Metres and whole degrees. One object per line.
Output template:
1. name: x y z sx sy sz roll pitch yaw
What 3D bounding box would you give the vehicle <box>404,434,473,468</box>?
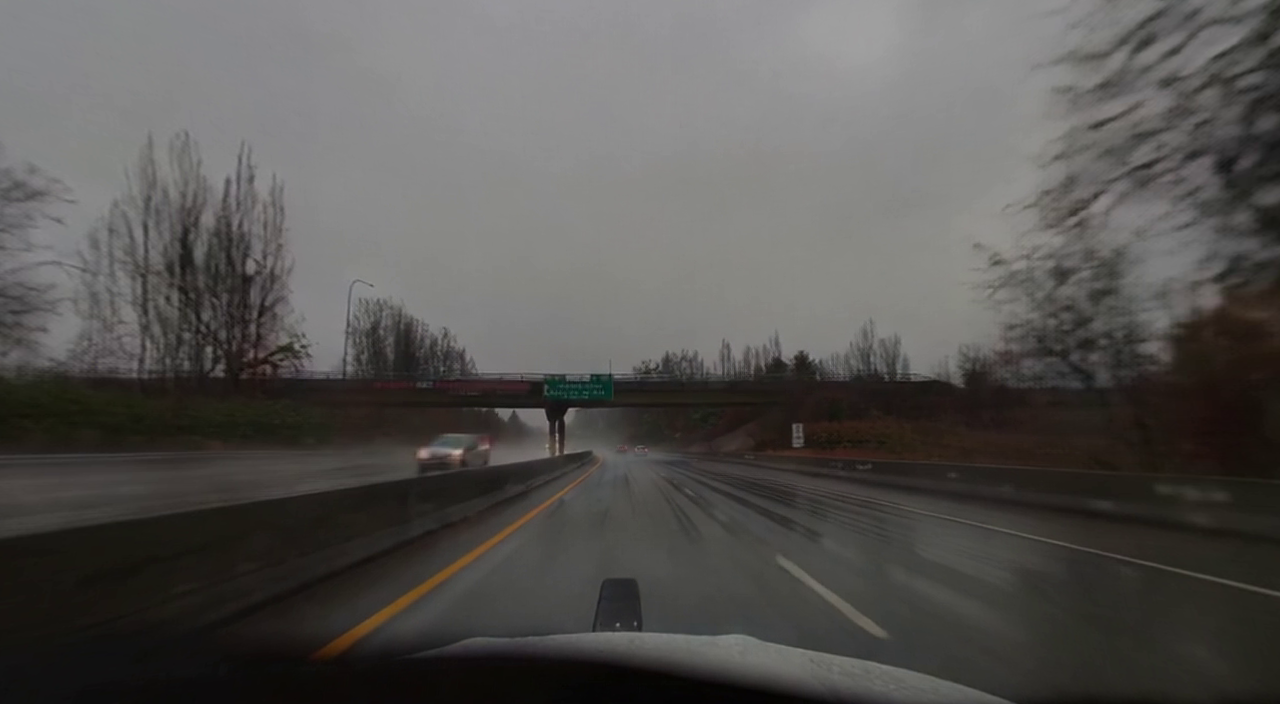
1. vehicle: -9.652 4.805 30.391 1.956 1.507 4.346 0 -9 -1
